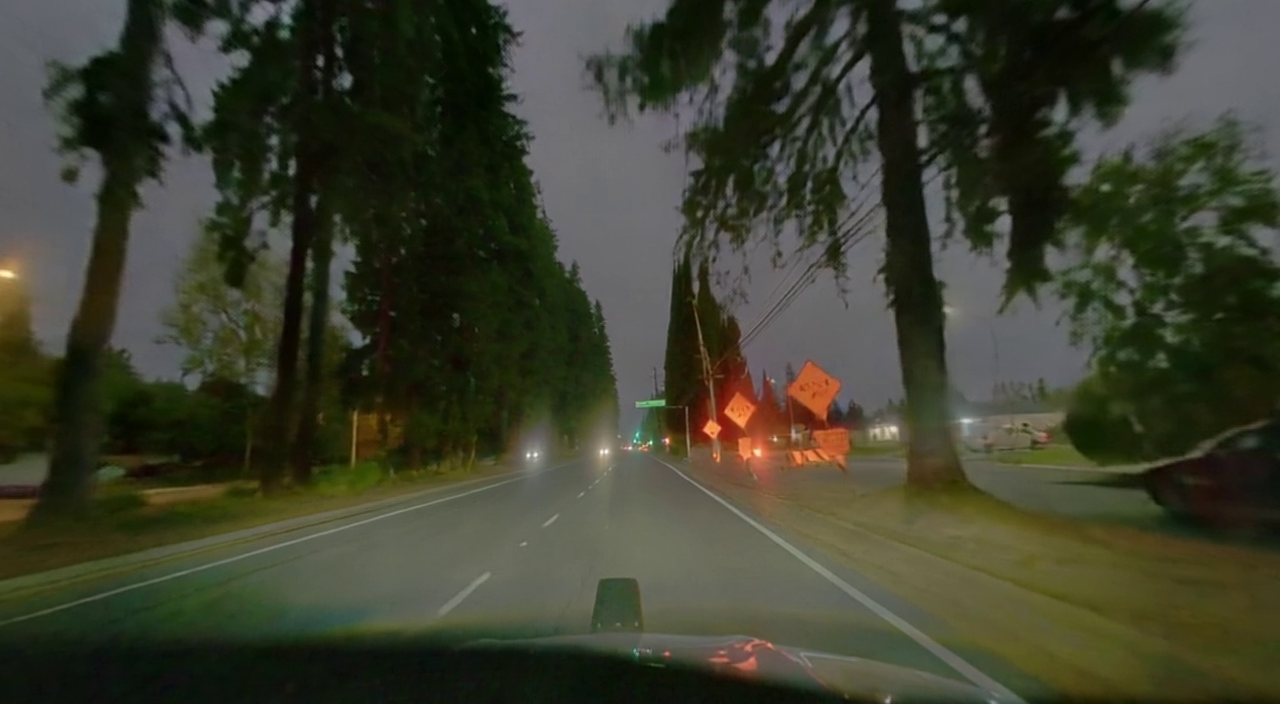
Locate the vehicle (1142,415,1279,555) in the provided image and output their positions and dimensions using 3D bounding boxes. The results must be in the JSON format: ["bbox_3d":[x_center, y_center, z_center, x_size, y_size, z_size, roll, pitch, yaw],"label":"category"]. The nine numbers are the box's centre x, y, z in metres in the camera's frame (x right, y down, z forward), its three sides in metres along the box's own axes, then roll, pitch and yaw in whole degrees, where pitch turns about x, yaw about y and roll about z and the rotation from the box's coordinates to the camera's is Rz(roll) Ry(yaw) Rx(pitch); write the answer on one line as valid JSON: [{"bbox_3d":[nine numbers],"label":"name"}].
[{"bbox_3d":[8.421,1.504,7.217,1.891,1.548,4.121,-5,-8,0],"label":"vehicle"}]

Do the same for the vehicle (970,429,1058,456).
[{"bbox_3d":[25.449,6.187,43.095,4.601,1.801,2.122,0,-9,1],"label":"vehicle"}]
